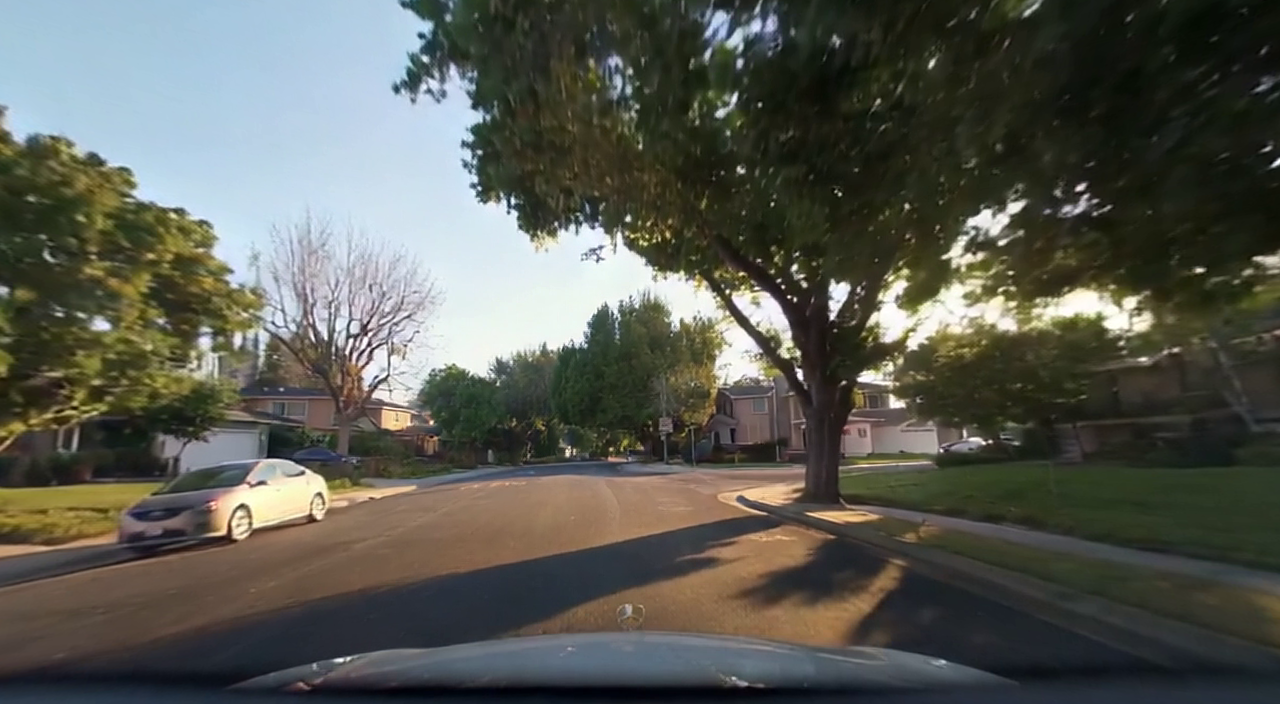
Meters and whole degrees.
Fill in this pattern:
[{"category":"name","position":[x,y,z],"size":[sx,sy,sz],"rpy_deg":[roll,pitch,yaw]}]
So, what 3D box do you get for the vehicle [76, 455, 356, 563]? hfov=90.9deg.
[{"category":"vehicle","position":[-7.536,2.784,12.156],"size":[2.069,1.487,5.470],"rpy_deg":[-1,-9,-6]}]
